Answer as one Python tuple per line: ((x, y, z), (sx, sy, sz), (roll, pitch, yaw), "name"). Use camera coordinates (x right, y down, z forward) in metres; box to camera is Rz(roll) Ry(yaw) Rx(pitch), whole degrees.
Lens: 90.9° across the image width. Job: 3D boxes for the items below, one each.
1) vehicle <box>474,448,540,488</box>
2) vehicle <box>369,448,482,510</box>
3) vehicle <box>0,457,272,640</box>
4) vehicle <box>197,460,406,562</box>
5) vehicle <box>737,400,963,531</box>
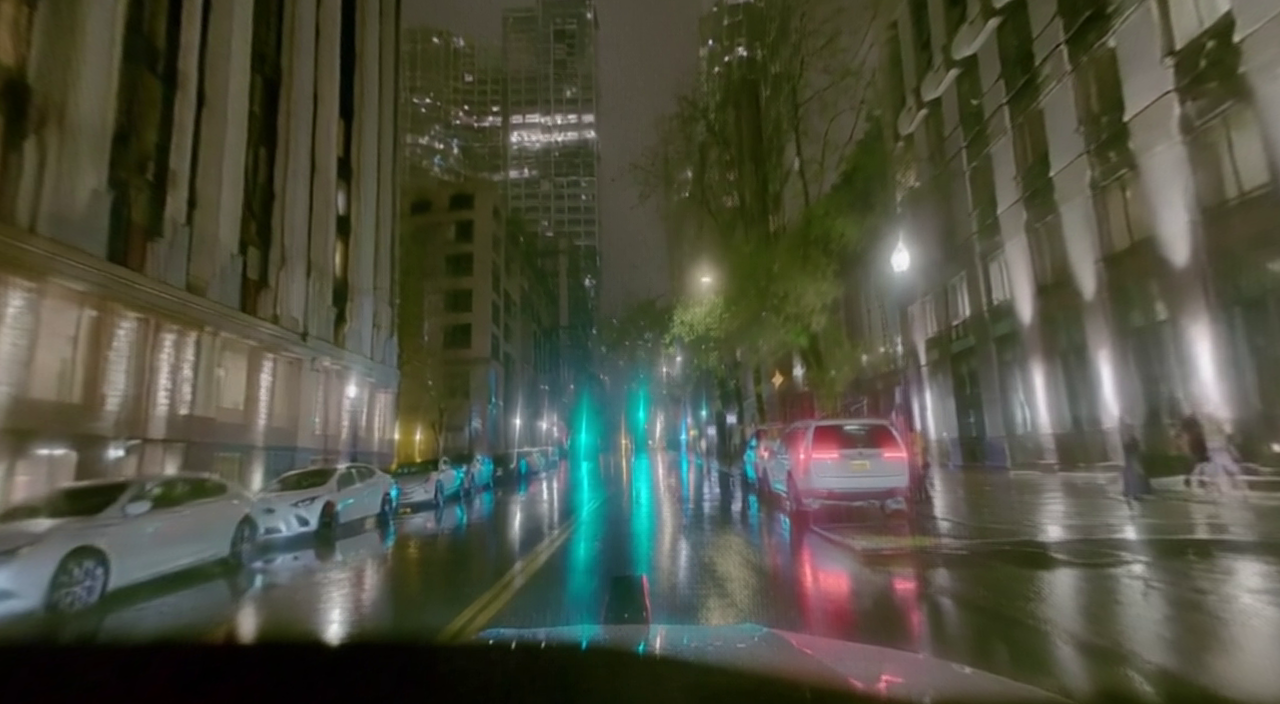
((-6.329, 5.527, 30.565), (2.270, 1.539, 4.855), (-5, -8, -2), "vehicle")
((-6.621, 3.919, 20.054), (2.110, 1.498, 4.555), (-5, -8, -2), "vehicle")
((-6.905, 2.239, 7.905), (1.944, 1.574, 4.717), (-5, -8, -2), "vehicle")
((-6.841, 3.187, 13.473), (1.889, 1.451, 5.013), (-5, -8, -2), "vehicle")
((4.049, 2.375, 13.797), (2.568, 2.001, 5.999), (-5, -8, -2), "vehicle")
